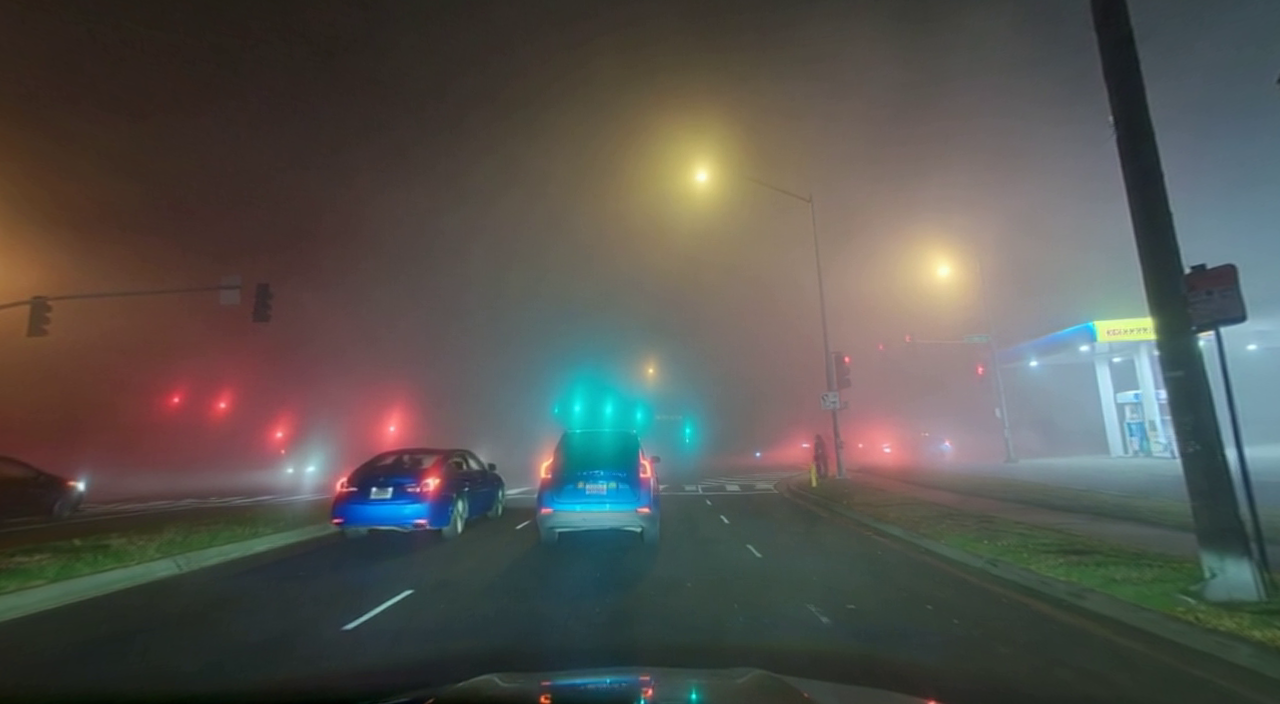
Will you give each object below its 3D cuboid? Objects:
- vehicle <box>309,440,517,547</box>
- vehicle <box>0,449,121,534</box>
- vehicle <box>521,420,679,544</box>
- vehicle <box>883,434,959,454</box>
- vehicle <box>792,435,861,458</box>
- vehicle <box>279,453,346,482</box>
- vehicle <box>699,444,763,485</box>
[{"bbox_3d":[-3.658,2.337,11.188,2.003,1.492,4.291,0,-8,1],"label":"vehicle"},{"bbox_3d":[-13.515,2.803,12.784,1.995,1.626,4.592,0,-8,2],"label":"vehicle"},{"bbox_3d":[-0.555,2.140,11.047,2.210,1.722,4.215,0,-8,0],"label":"vehicle"},{"bbox_3d":[20.770,6.829,46.840,4.700,1.417,1.789,0,-8,1],"label":"vehicle"},{"bbox_3d":[13.885,7.055,47.129,4.524,1.681,1.823,0,-8,-1],"label":"vehicle"},{"bbox_3d":[-21.258,7.464,41.216,1.890,1.691,4.591,0,-8,1],"label":"vehicle"},{"bbox_3d":[3.708,4.404,25.137,1.976,1.462,4.342,-2,-9,15],"label":"vehicle"}]
